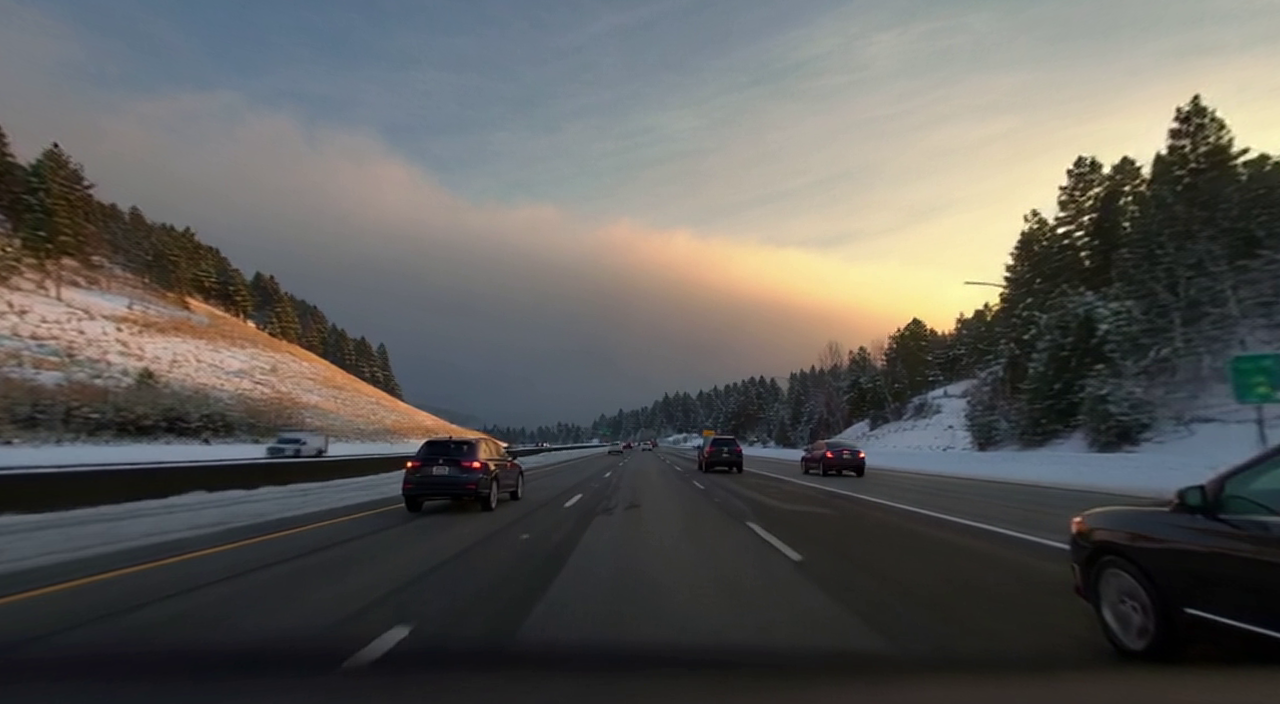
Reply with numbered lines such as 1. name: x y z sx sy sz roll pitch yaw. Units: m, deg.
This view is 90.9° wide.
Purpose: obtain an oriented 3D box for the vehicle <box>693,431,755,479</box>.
1. vehicle: 3.643 4.583 28.352 2.121 1.925 5.056 0 -8 0

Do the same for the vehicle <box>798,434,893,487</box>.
1. vehicle: 7.353 3.903 23.056 1.998 1.717 4.338 0 -8 0

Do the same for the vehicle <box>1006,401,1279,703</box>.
1. vehicle: 3.456 0.877 2.079 1.941 1.481 4.300 0 -9 1

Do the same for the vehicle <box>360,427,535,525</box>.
1. vehicle: -3.704 2.482 13.169 2.166 1.672 4.388 0 -8 1
